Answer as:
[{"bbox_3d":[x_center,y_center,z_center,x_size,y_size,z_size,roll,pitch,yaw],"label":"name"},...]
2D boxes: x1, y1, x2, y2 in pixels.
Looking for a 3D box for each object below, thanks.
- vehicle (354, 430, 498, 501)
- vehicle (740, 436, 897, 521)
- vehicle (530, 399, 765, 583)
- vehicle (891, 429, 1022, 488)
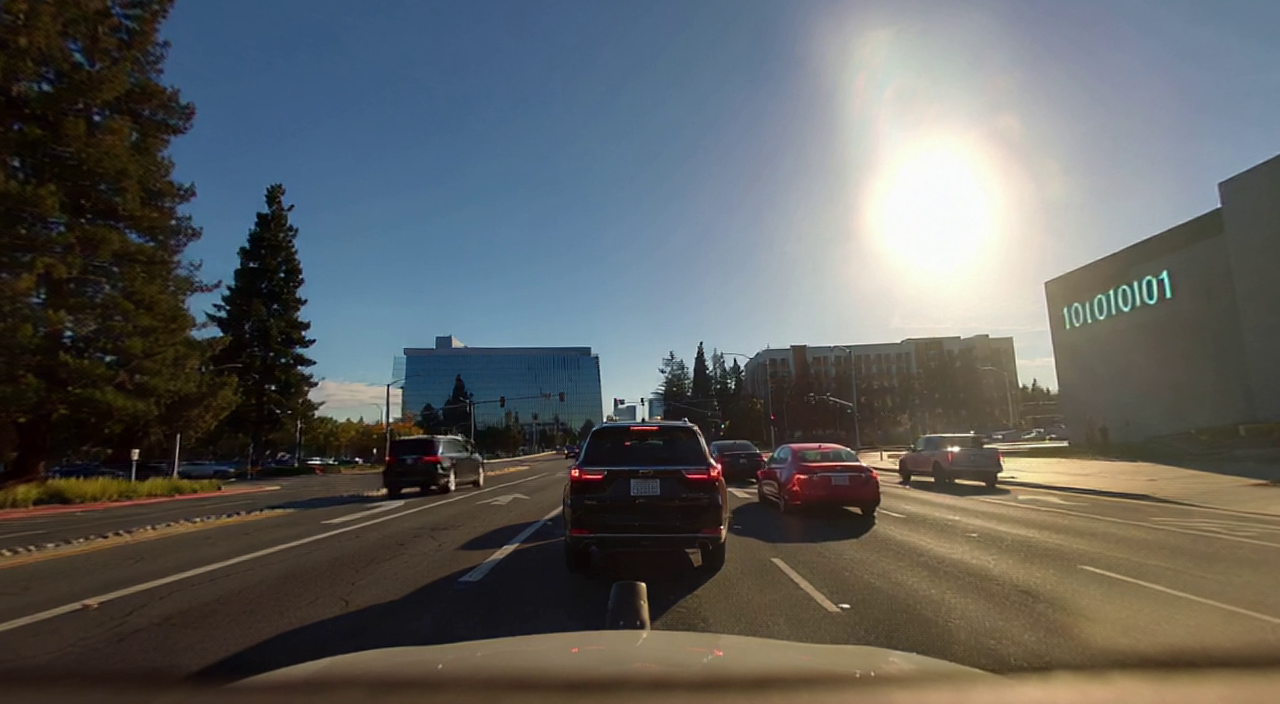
[{"bbox_3d":[-6.138,3.331,19.012,2.555,1.819,5.145,0,-9,0],"label":"vehicle"},{"bbox_3d":[3.507,2.558,13.359,1.997,1.471,4.321,0,-9,-1],"label":"vehicle"},{"bbox_3d":[0.062,1.655,8.260,2.266,1.762,4.131,0,-9,0],"label":"vehicle"},{"bbox_3d":[10.860,3.697,22.135,2.123,1.812,4.553,0,-9,-1],"label":"vehicle"}]
